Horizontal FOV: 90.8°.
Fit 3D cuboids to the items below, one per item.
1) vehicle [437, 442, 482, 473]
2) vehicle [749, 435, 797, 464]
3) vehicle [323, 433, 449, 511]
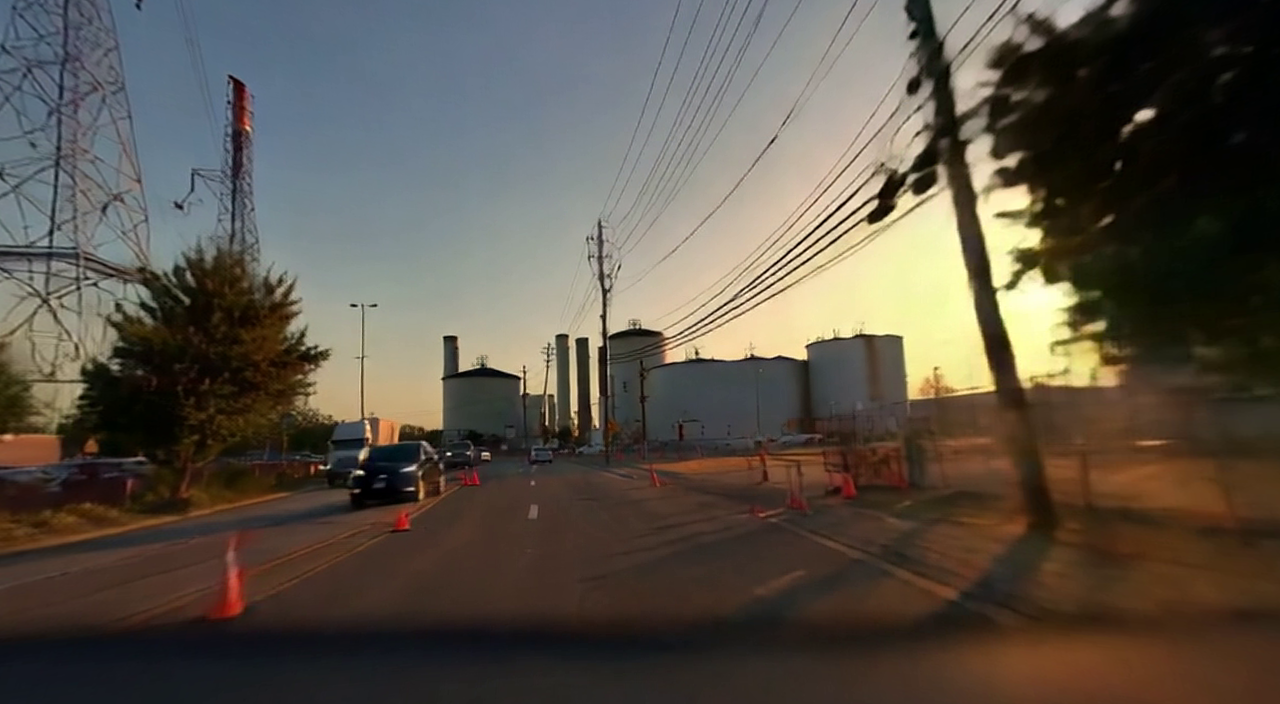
[{"bbox_3d":[-11.215,6.570,39.604,2.282,1.809,5.297,2,-9,-12],"label":"vehicle"},{"bbox_3d":[7.274,5.396,34.939,1.829,1.487,4.352,0,-8,2],"label":"vehicle"},{"bbox_3d":[-6.594,3.122,17.024,2.079,1.770,4.684,1,-9,-9],"label":"vehicle"}]
